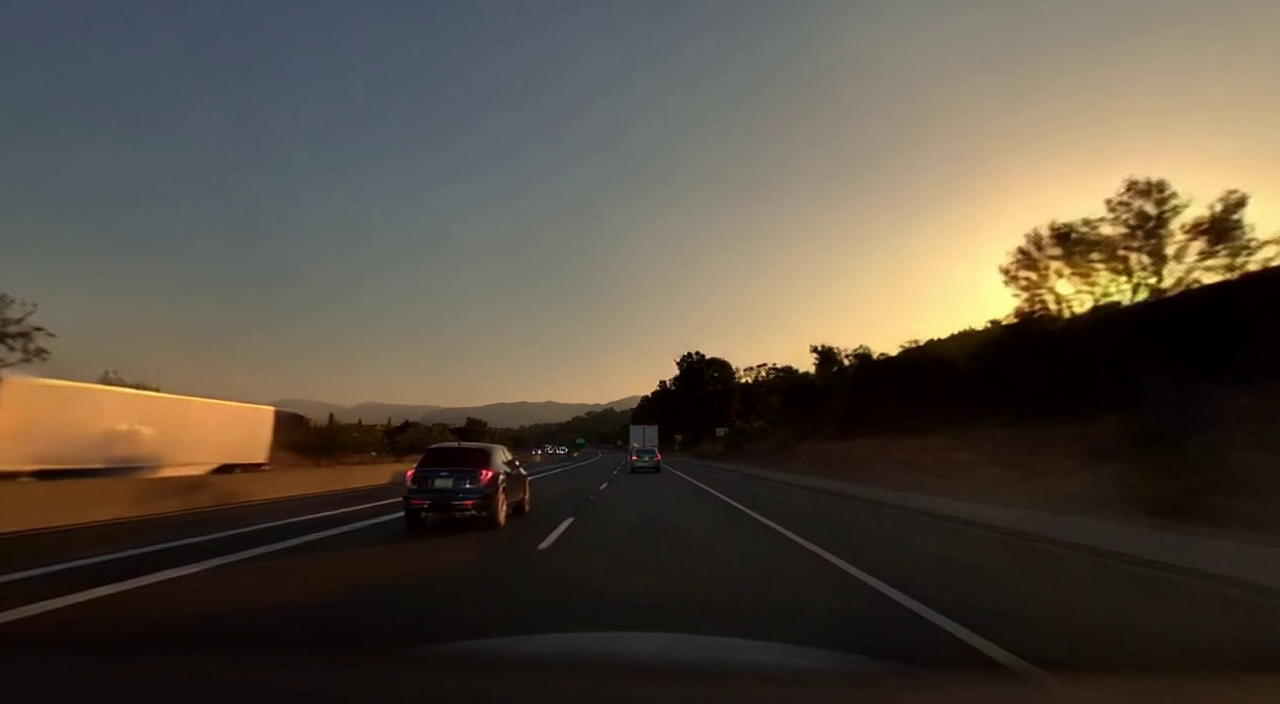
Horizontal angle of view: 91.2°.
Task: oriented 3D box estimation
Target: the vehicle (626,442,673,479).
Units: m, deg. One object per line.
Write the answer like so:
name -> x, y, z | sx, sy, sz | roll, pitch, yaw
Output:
vehicle -> 0.423, 5.511, 31.929 | 2.230, 1.715, 4.243 | 0, -9, 0

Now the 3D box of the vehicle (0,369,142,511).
vehicle -> -16.281, 2.080, 14.795 | 2.675, 3.281, 7.573 | 0, -9, 0

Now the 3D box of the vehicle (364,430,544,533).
vehicle -> -3.407, 2.494, 12.641 | 2.181, 1.653, 4.691 | 0, -9, 0
